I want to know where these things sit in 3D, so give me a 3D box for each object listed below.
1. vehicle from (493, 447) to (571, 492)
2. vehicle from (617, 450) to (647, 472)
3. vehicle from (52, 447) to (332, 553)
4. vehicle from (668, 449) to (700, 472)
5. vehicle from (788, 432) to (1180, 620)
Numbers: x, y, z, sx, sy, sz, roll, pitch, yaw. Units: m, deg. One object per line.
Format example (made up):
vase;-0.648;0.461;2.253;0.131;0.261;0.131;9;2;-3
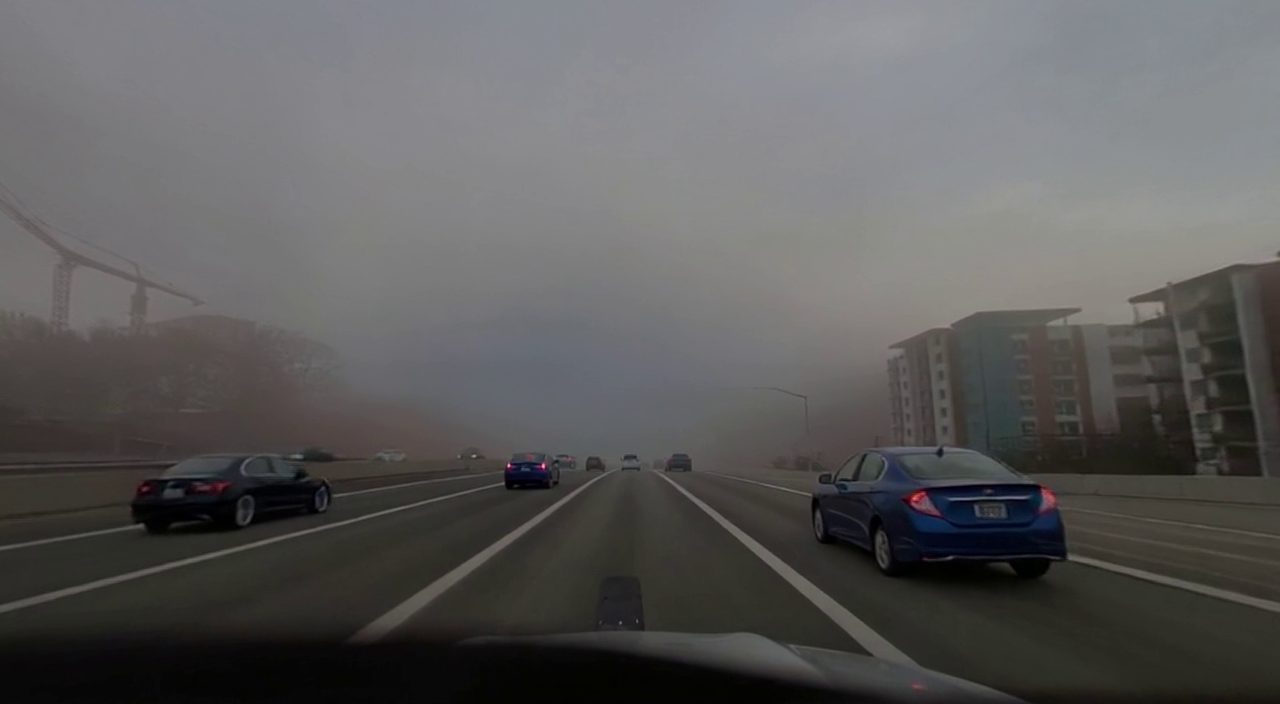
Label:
vehicle;-3.984;4.402;24.079;2.136;1.512;4.488;0;-9;1
vehicle;-0.586;7.776;45.118;2.019;1.472;3.971;0;-9;-1
vehicle;-7.606;2.494;11.413;1.951;1.528;4.209;0;-9;0
vehicle;3.263;8.181;47.855;1.978;1.602;4.092;0;-9;-2
vehicle;3.328;1.749;7.416;1.995;1.486;4.463;0;-9;-1
